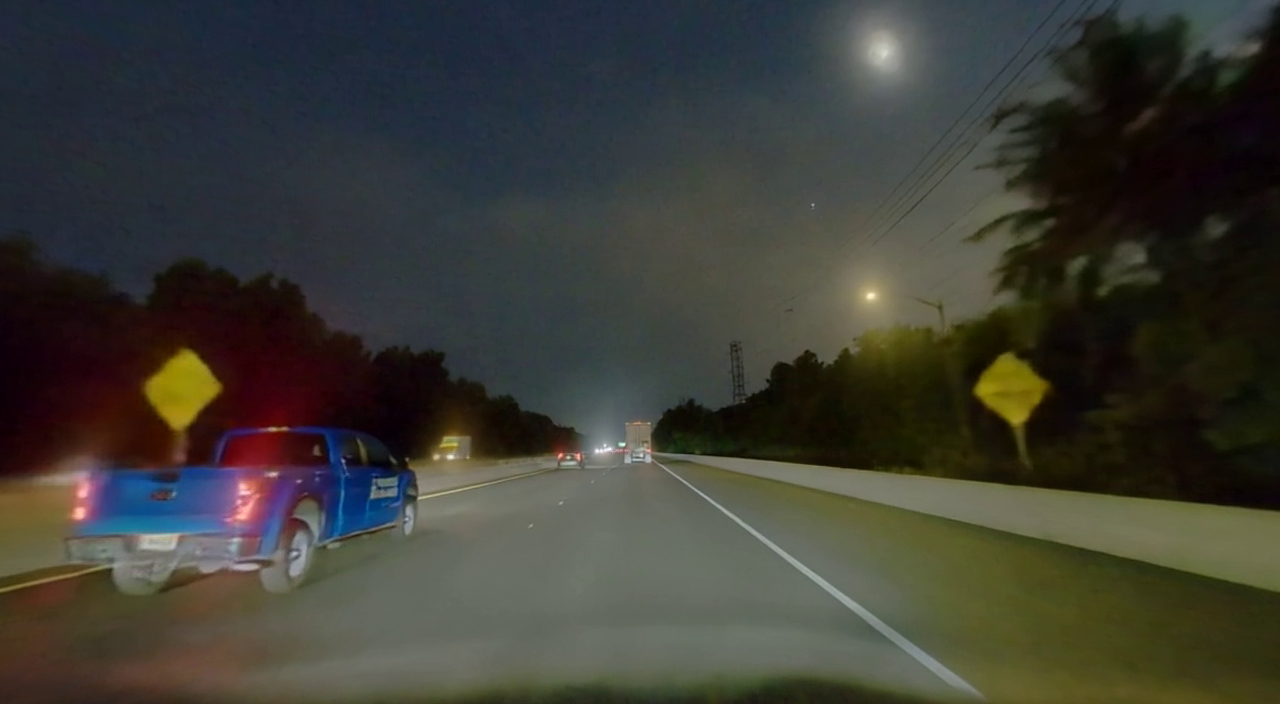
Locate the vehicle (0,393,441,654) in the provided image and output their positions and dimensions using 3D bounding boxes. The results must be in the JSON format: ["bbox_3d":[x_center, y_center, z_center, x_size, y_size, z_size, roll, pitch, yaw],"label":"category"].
[{"bbox_3d":[-3.981,1.497,6.707,2.049,1.697,4.998,0,-9,0],"label":"vehicle"}]

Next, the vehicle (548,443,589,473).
[{"bbox_3d":[-4.443,6.663,39.771,2.111,1.735,4.066,0,-9,0],"label":"vehicle"}]
